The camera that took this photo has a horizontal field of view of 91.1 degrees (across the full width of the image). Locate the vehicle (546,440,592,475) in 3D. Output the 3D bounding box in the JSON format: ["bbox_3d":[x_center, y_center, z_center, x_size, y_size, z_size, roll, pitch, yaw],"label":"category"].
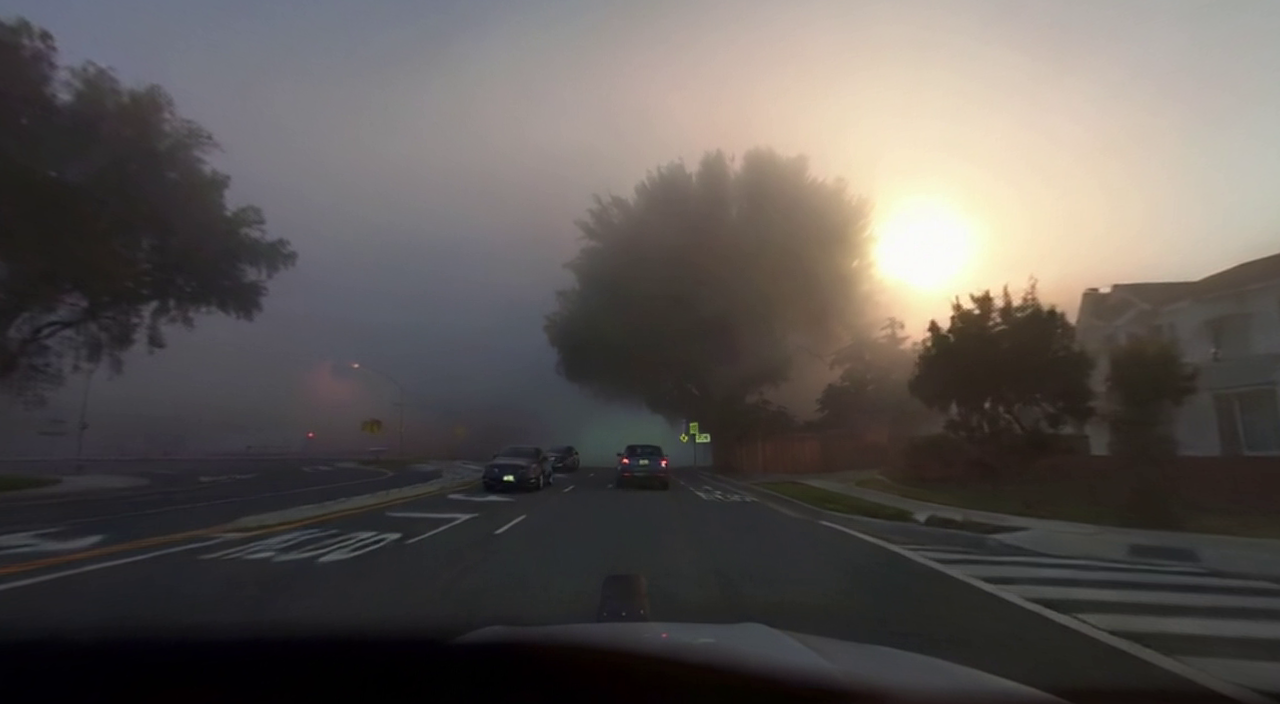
[{"bbox_3d":[-3.382,5.005,30.055,1.986,1.561,3.805,1,-8,-6],"label":"vehicle"}]

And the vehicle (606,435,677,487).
[{"bbox_3d":[0.022,3.801,22.237,2.290,1.653,4.127,1,-8,-1],"label":"vehicle"}]

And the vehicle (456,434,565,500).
[{"bbox_3d":[-3.674,3.324,18.906,2.067,1.546,4.988,3,-7,1],"label":"vehicle"}]

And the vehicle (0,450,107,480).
[{"bbox_3d":[-34.380,6.542,36.325,4.724,1.597,2.191,2,-8,-11],"label":"vehicle"}]
